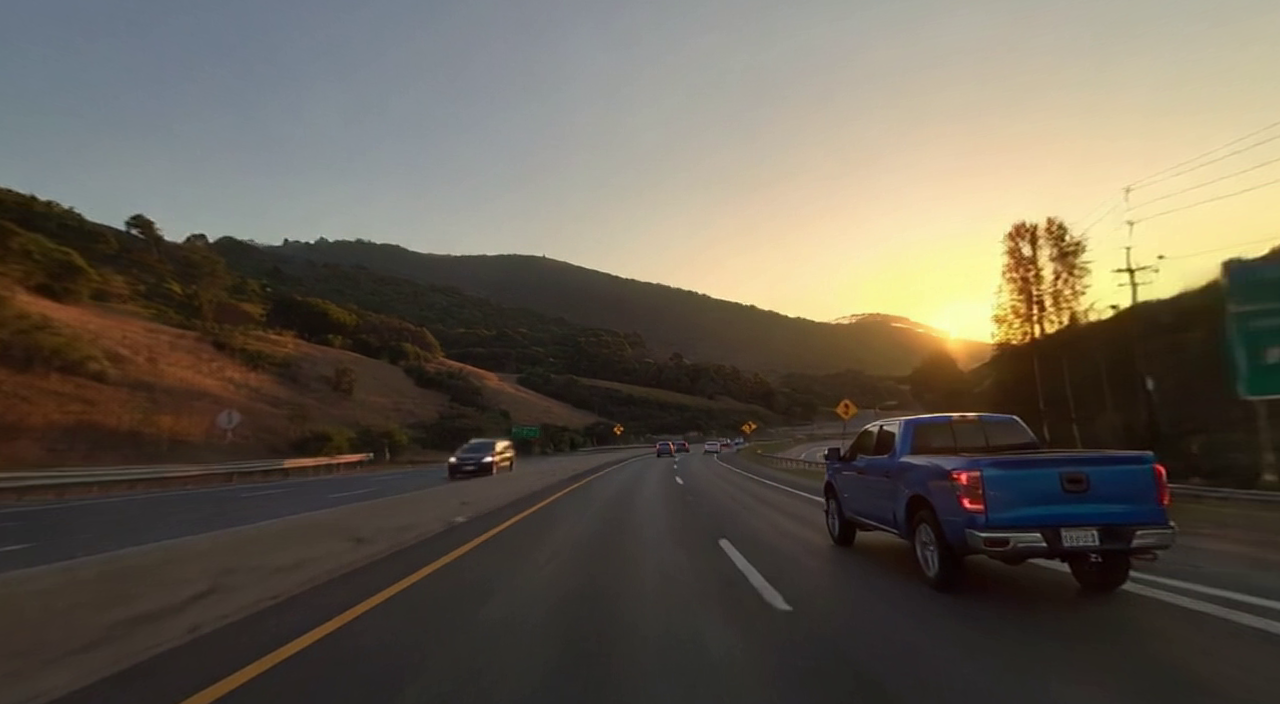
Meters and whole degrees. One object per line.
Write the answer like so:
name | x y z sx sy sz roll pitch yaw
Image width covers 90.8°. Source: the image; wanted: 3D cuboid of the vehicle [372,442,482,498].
vehicle | -7.659 4.253 23.331 2.162 1.816 4.951 -1 -9 2

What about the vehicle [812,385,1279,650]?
vehicle | 3.545 1.450 6.620 2.151 1.744 4.709 0 -9 0
